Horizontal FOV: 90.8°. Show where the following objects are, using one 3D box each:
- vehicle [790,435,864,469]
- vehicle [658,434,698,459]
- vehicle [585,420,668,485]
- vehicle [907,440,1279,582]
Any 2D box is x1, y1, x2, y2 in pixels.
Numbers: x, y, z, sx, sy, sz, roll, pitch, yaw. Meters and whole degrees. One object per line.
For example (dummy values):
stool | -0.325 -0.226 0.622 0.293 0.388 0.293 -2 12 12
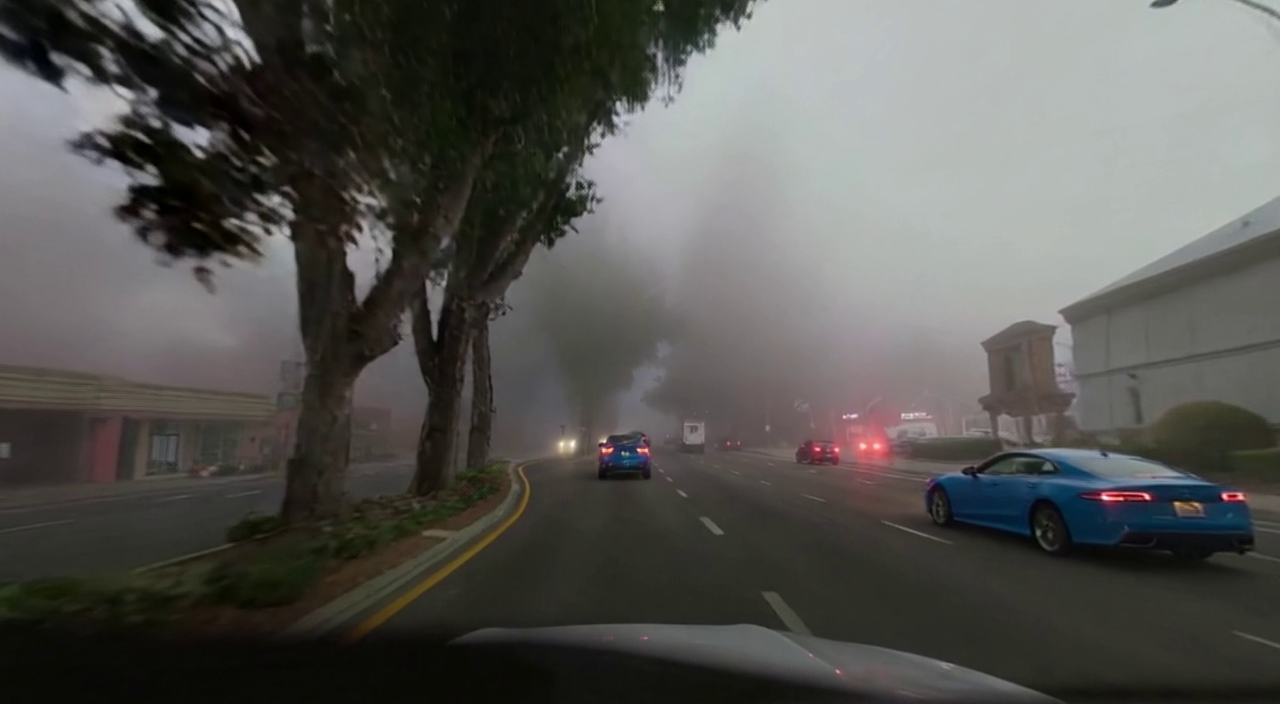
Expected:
vehicle | 8.727 4.720 29.922 2.045 1.484 4.342 0 -9 -2
vehicle | 2.285 5.874 39.258 2.078 1.471 4.142 0 -9 -2
vehicle | -0.437 3.084 19.481 2.266 1.762 4.131 0 -9 -2
vehicle | 5.548 1.806 8.092 2.258 1.294 4.312 0 -9 -2
